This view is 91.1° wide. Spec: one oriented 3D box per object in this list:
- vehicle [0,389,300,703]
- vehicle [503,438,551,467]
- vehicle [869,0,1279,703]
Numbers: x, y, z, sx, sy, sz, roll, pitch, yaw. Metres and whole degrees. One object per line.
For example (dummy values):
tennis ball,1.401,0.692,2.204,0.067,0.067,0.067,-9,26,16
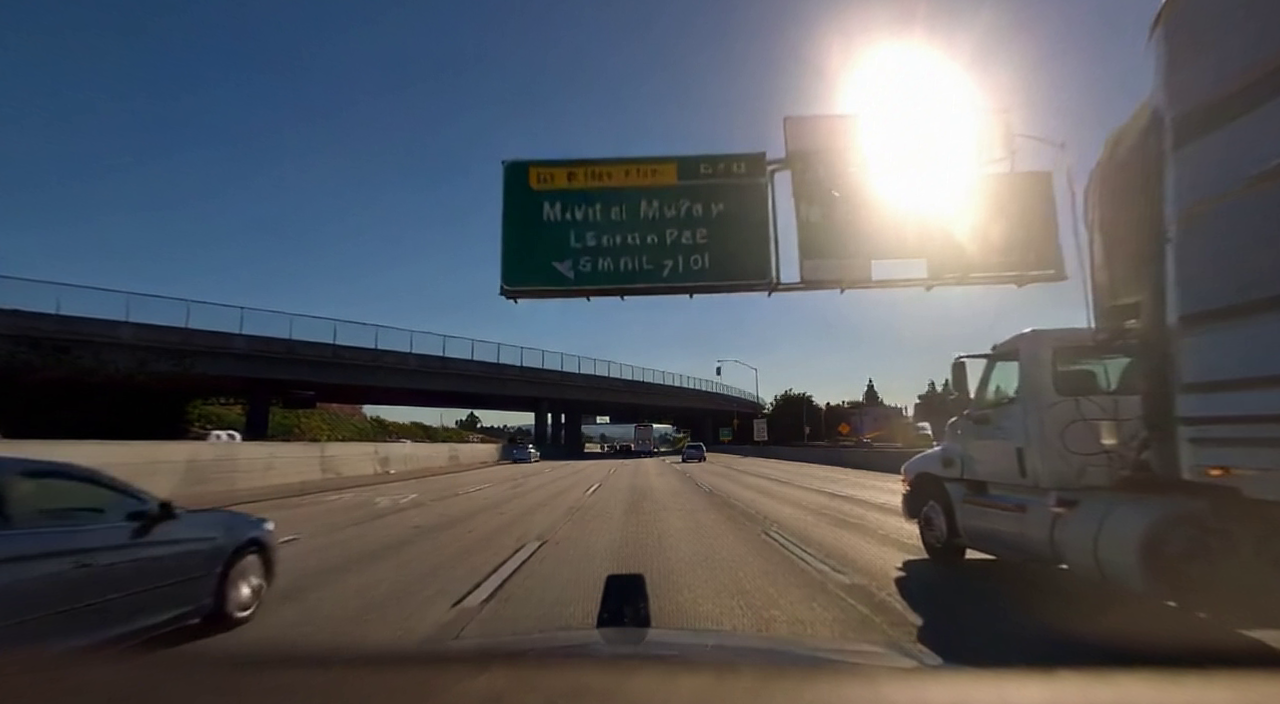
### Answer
vehicle,-3.637,0.861,2.149,2.143,1.529,4.918,0,-8,1
vehicle,-6.763,6.069,38.056,1.980,1.666,4.562,0,-8,1
vehicle,3.827,-0.380,0.898,3.049,3.395,10.595,0,-8,0
